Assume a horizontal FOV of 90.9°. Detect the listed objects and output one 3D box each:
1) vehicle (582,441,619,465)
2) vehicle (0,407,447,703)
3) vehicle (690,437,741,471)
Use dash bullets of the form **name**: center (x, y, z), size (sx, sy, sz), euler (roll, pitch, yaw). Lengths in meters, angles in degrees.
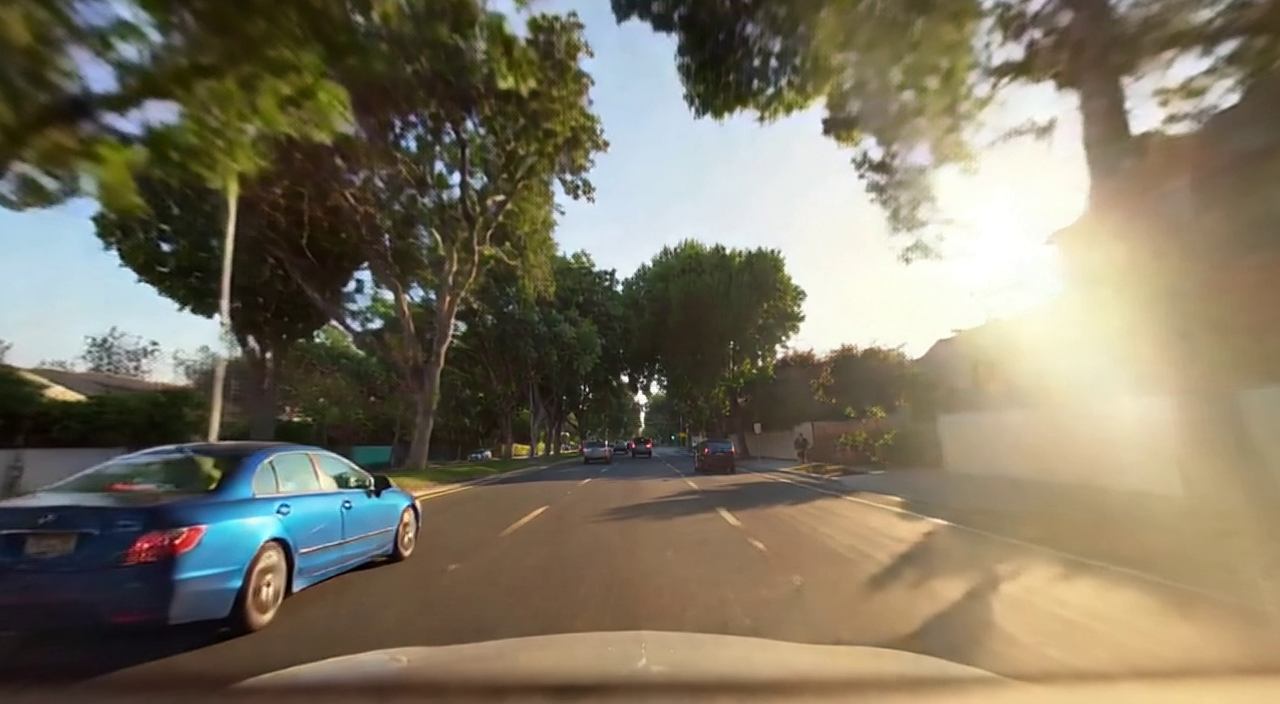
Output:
- **vehicle**: center (-2.548, 6.685, 41.758), size (1.940, 1.473, 4.133), euler (-1, -8, 3)
- **vehicle**: center (-3.543, 1.376, 5.416), size (2.091, 1.503, 4.989), euler (0, -8, 1)
- **vehicle**: center (3.926, 5.389, 33.497), size (2.182, 1.688, 4.187), euler (0, -8, 0)
